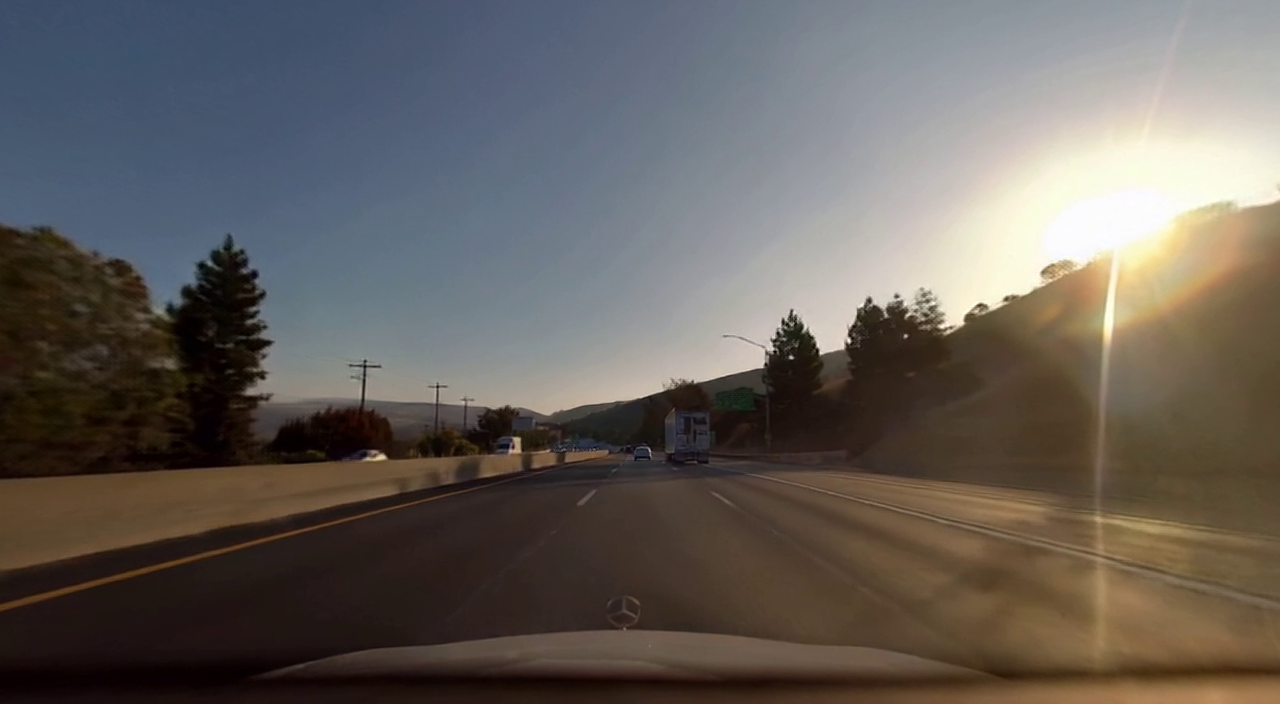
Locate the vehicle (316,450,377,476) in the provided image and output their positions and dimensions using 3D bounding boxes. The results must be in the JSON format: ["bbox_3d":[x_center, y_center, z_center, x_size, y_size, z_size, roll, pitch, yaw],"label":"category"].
[{"bbox_3d":[-21.691,8.178,46.757,2.038,1.788,4.894,0,-9,2],"label":"vehicle"}]
